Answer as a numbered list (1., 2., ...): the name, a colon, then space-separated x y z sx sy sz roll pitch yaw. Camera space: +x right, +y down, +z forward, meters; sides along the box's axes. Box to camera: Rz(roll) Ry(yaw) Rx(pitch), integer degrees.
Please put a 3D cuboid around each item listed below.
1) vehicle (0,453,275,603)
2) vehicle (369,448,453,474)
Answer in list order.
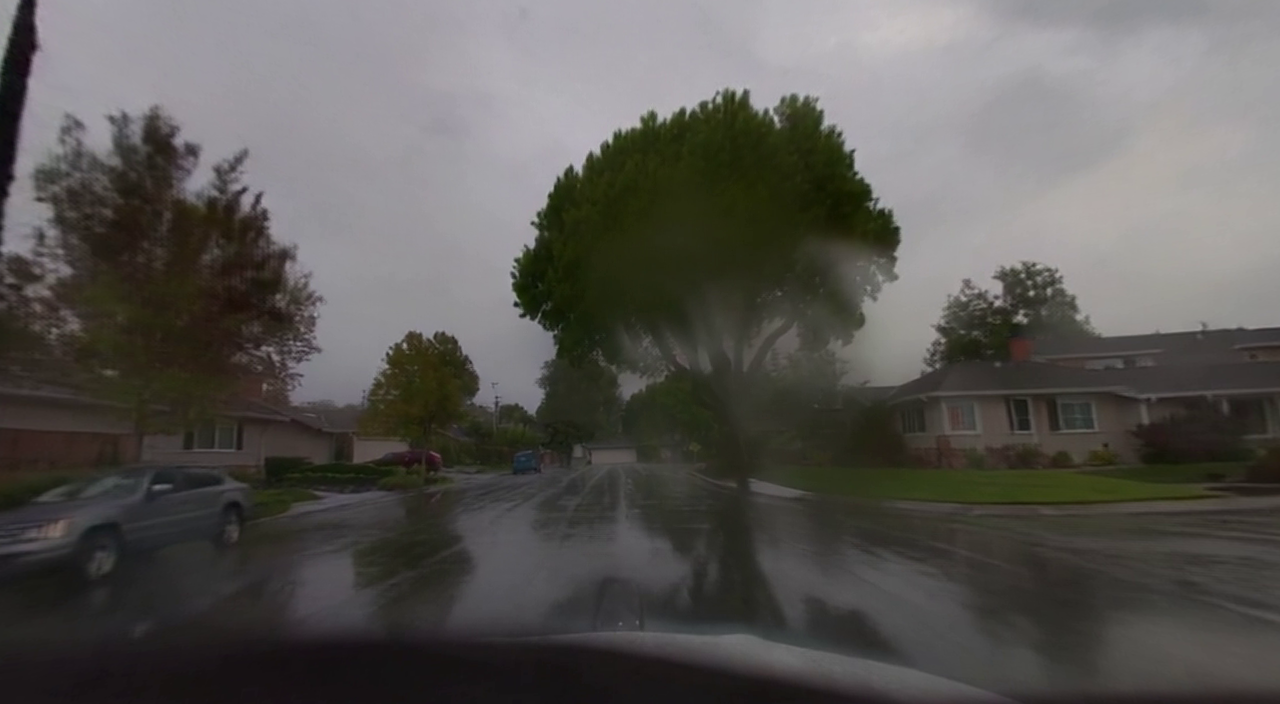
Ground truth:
1. vehicle: -7.236 2.224 8.671 1.938 1.499 4.290 -3 -9 -1
2. vehicle: -15.379 7.344 42.424 4.850 1.676 1.920 0 -9 2
